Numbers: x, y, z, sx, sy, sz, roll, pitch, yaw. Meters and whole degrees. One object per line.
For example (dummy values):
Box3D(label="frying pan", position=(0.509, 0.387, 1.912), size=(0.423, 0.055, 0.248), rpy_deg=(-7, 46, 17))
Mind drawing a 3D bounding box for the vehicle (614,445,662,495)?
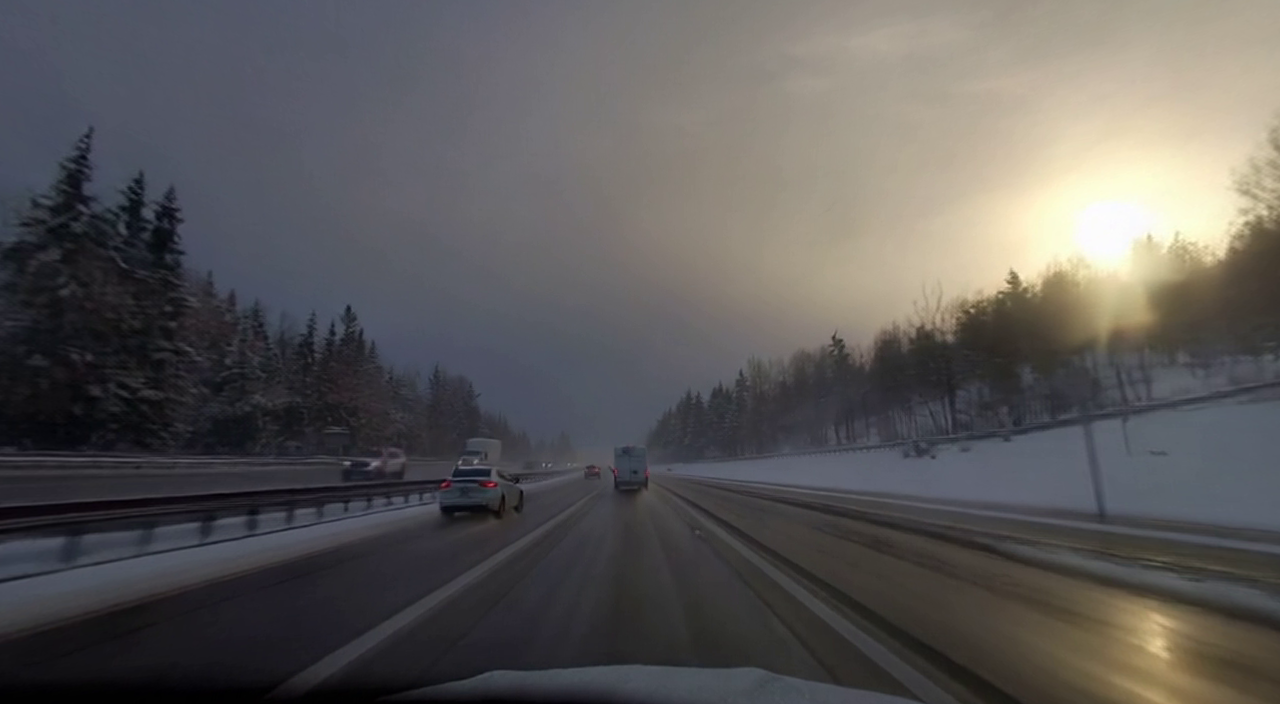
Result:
Box3D(label="vehicle", position=(-0.164, 6.687, 35.843), size=(2.482, 2.549, 5.447), rpy_deg=(1, -11, -1))

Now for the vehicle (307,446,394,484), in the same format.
Box3D(label="vehicle", position=(-13.616, 5.375, 29.974), size=(1.982, 1.609, 4.537), rpy_deg=(1, -11, -1))

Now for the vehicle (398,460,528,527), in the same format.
Box3D(label="vehicle", position=(-4.511, 3.704, 16.933), size=(2.128, 1.491, 4.508), rpy_deg=(1, -11, 1))
